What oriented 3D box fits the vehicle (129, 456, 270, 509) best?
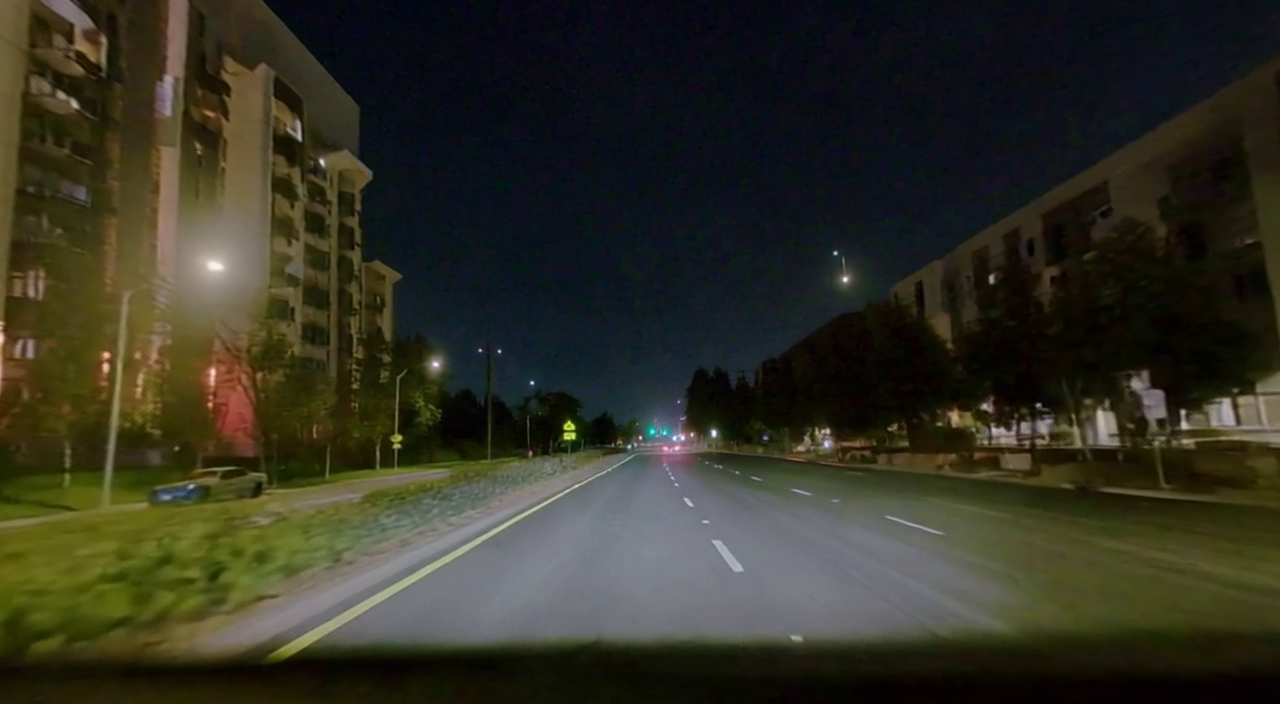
[{"bbox_3d":[-15.997,4.707,23.301,1.975,1.629,4.491,0,-8,-1],"label":"vehicle"}]
